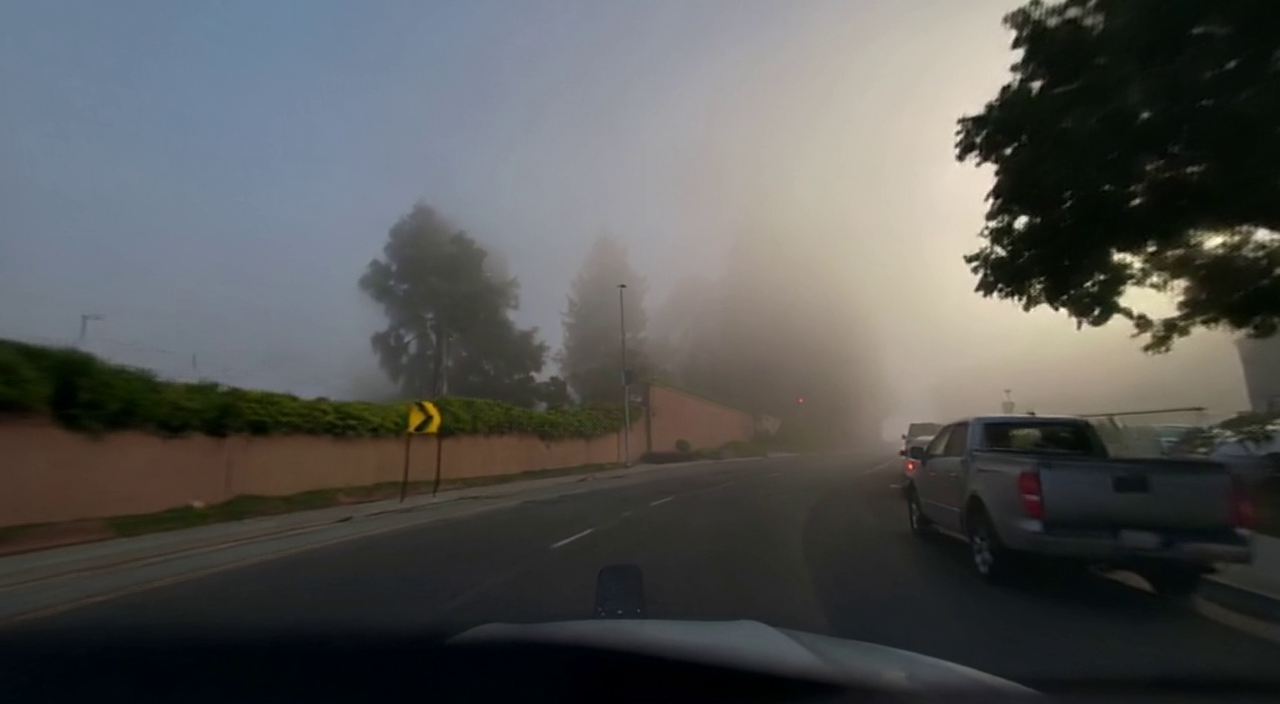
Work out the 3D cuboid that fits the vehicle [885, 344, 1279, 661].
[{"bbox_3d":[4.509,1.345,6.866,2.483,1.978,5.802,-2,-9,12],"label":"vehicle"}]
